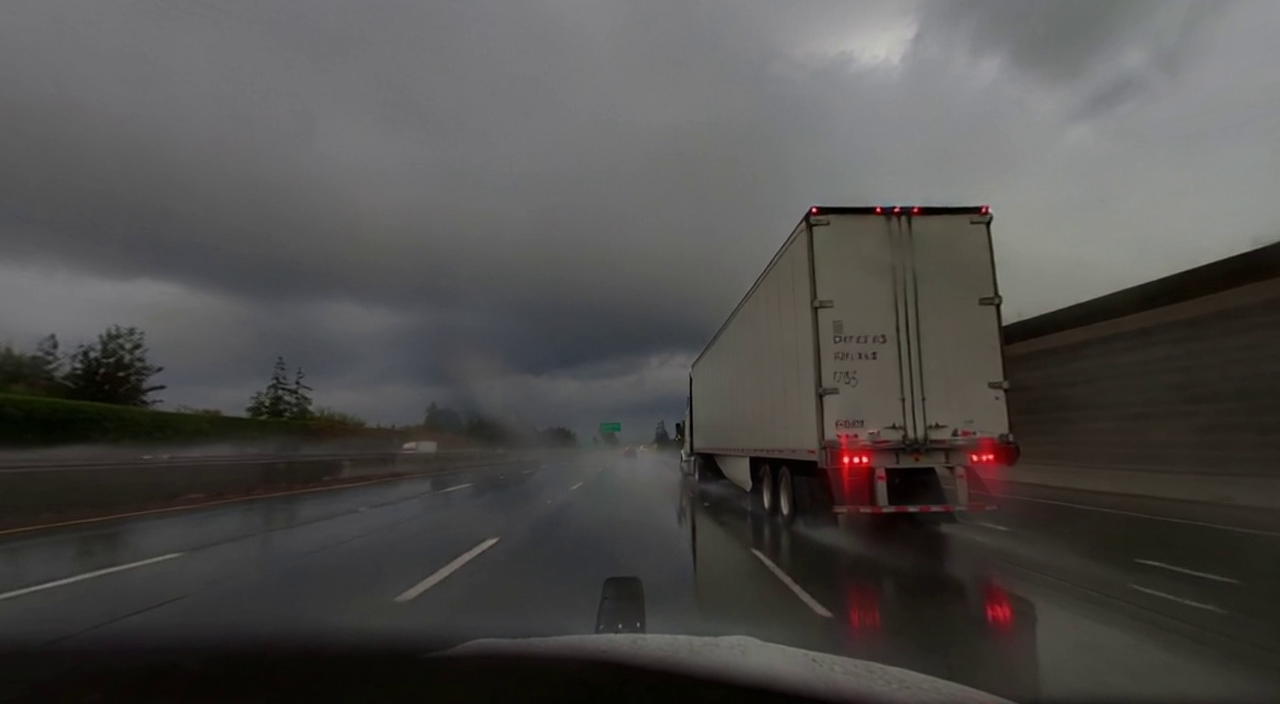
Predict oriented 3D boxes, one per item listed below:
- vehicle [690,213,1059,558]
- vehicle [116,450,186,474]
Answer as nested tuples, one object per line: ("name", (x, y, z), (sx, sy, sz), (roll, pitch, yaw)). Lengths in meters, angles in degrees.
("vehicle", (3.369, 1.568, 15.709), (2.743, 4.160, 16.408), (0, -9, -1))
("vehicle", (-29.087, 6.572, 37.717), (1.492, 1.359, 3.369), (-1, -10, -1))
